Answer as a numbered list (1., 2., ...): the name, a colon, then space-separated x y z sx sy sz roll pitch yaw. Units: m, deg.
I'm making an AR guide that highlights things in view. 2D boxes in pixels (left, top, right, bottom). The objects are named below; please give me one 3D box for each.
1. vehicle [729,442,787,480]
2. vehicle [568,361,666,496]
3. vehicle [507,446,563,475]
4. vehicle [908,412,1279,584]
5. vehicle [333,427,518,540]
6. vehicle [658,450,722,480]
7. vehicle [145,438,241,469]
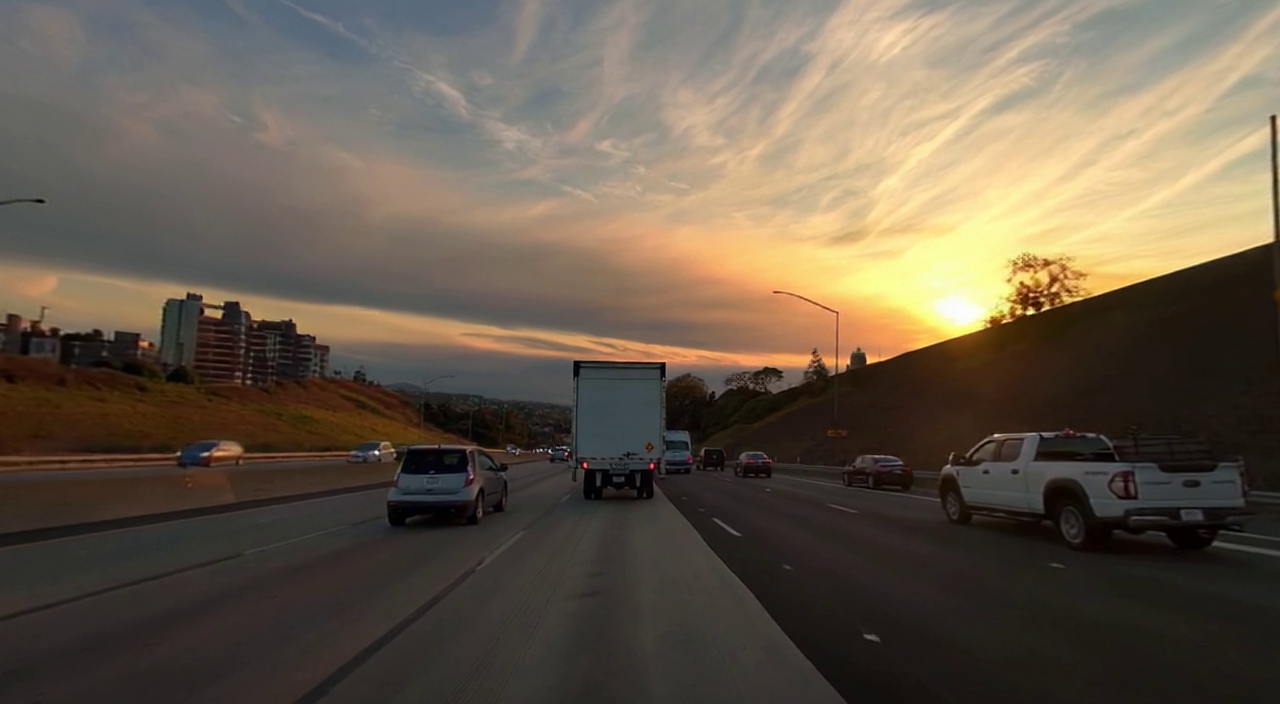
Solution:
1. vehicle: 6.277 5.854 34.177 2.070 1.888 4.546 0 -9 -2
2. vehicle: -0.728 3.090 24.466 2.906 4.040 10.743 0 -9 0
3. vehicle: -5.779 6.021 35.411 1.973 1.471 4.779 -1 -9 4
4. vehicle: 6.118 1.866 9.021 2.188 1.731 5.031 0 -9 -2
5. vehicle: -3.574 2.255 11.456 1.946 1.641 4.105 0 -9 -1
6. vehicle: 2.665 6.461 36.807 3.009 1.501 8.887 0 -9 0
7. vehicle: -23.094 5.263 32.861 1.842 1.473 4.311 0 -9 0
